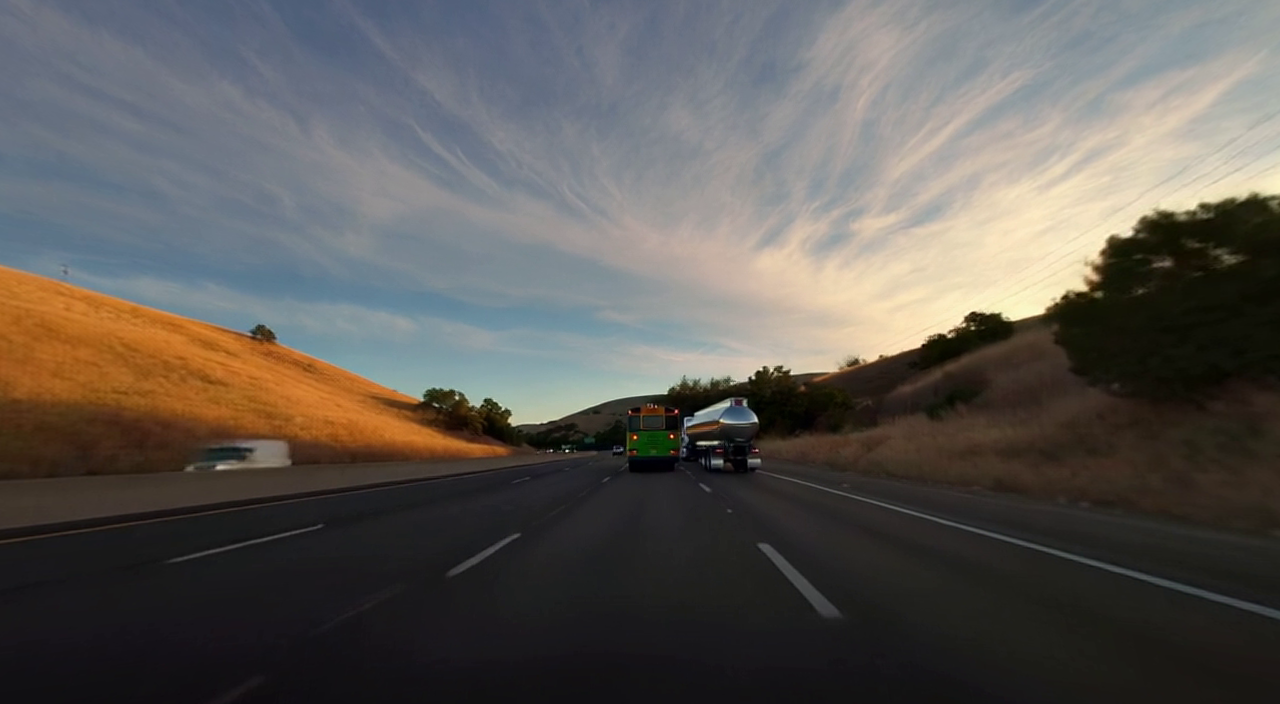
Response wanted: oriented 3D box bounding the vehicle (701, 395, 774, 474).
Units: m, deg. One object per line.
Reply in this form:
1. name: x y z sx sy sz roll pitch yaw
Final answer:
1. vehicle: 4.898 4.364 33.113 2.716 3.705 7.018 0 -8 0

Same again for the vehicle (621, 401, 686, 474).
1. vehicle: 0.810 4.605 33.682 2.948 3.265 10.569 0 -8 2

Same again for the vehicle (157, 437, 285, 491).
1. vehicle: -21.045 5.626 32.115 2.252 2.460 5.895 0 -8 2
